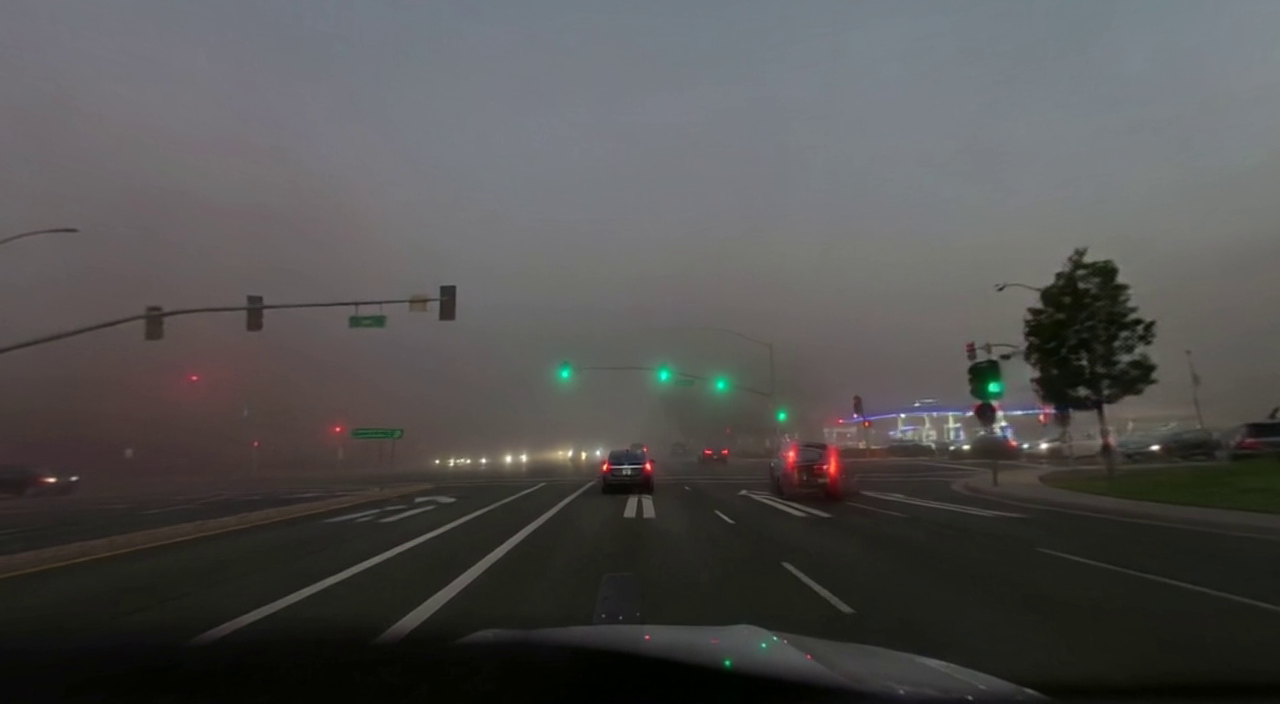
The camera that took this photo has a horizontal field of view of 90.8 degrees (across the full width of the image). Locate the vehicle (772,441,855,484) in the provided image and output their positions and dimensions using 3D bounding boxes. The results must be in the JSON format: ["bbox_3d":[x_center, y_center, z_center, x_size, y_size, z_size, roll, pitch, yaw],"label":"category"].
[{"bbox_3d":[6.489,4.158,24.143,1.890,1.489,4.396,0,-8,0],"label":"vehicle"}]

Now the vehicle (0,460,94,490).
[{"bbox_3d":[-34.569,7.070,36.413,4.287,1.612,1.993,0,-8,2],"label":"vehicle"}]

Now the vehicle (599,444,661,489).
[{"bbox_3d":[-0.322,4.052,22.751,2.040,1.451,3.736,0,-8,0],"label":"vehicle"}]

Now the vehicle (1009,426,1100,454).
[{"bbox_3d":[27.406,5.861,41.858,4.724,1.793,1.777,0,-8,1],"label":"vehicle"}]

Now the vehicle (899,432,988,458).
[{"bbox_3d":[20.011,6.176,41.725,4.796,1.488,1.966,-2,-9,-1],"label":"vehicle"}]
